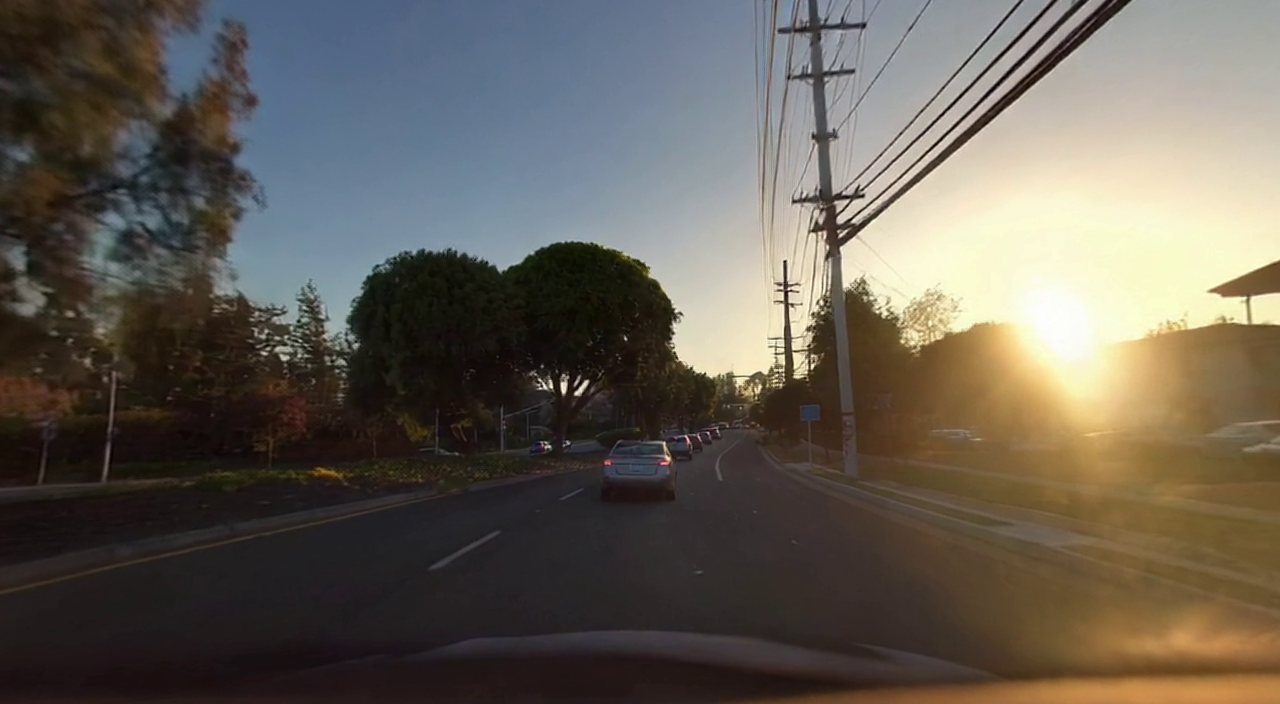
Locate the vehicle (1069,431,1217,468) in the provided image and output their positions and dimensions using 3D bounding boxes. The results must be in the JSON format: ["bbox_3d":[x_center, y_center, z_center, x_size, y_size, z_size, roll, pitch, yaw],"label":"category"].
[{"bbox_3d":[21.272,4.163,26.804,4.497,1.460,1.851,-2,-10,5],"label":"vehicle"}]

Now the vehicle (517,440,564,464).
[{"bbox_3d":[-6.585,6.677,42.159,1.983,1.485,4.159,-1,-9,7],"label":"vehicle"}]

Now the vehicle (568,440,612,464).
[{"bbox_3d":[-3.237,6.567,41.497,1.928,1.493,4.289,-2,-9,9],"label":"vehicle"}]

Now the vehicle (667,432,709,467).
[{"bbox_3d":[2.900,5.768,37.292,2.158,1.939,4.935,-2,-9,8],"label":"vehicle"}]

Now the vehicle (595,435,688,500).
[{"bbox_3d":[0.176,2.981,16.559,2.117,1.474,4.036,-1,-9,5],"label":"vehicle"}]

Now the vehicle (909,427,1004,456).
[{"bbox_3d":[19.412,5.550,38.857,4.739,1.708,1.976,-2,-9,8],"label":"vehicle"}]
